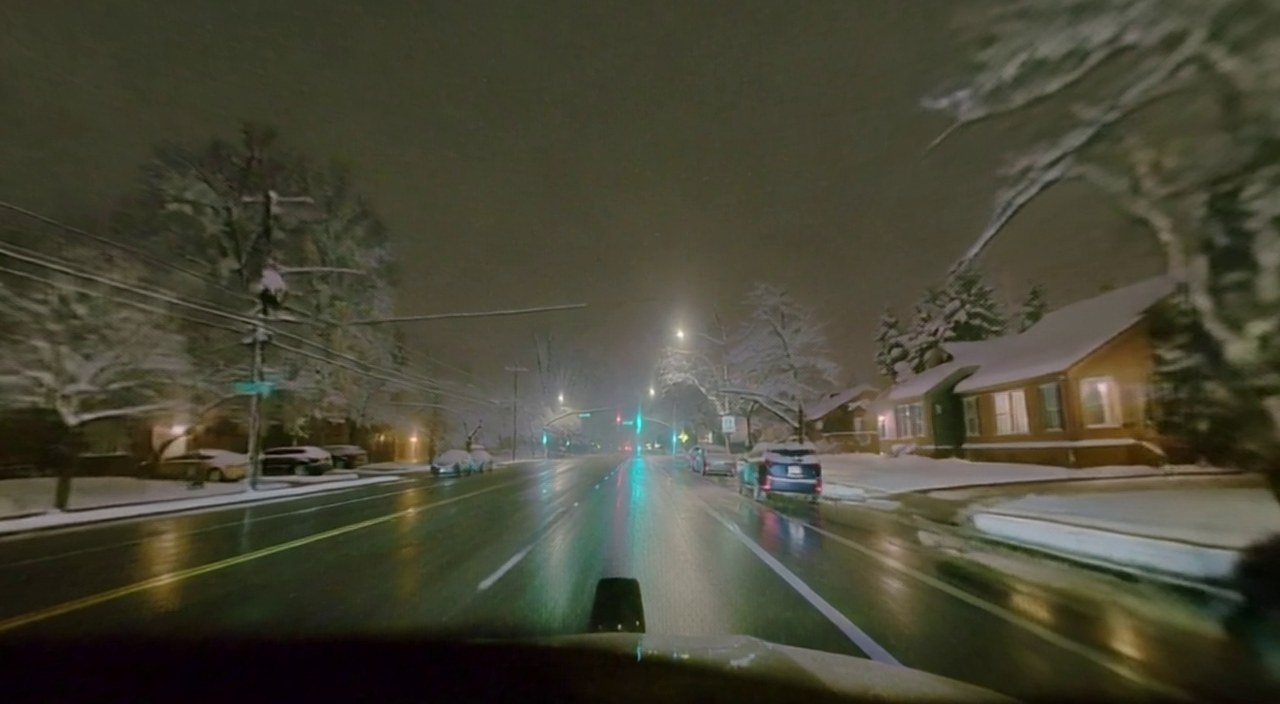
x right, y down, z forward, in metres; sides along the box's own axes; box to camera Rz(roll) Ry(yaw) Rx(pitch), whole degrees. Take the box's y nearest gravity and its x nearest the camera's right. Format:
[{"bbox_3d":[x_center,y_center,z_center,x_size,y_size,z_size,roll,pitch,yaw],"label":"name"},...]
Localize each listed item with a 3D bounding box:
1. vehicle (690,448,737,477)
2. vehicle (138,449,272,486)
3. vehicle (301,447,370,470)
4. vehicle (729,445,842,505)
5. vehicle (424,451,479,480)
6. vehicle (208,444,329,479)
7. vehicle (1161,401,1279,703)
[{"bbox_3d":[3.995,6.054,34.979,2.002,1.493,4.652,0,-9,0],"label":"vehicle"},{"bbox_3d":[-19.220,5.104,28.065,4.446,1.534,2.018,0,-9,2],"label":"vehicle"},{"bbox_3d":[-23.731,8.282,49.316,4.304,1.755,2.047,0,-9,-1],"label":"vehicle"},{"bbox_3d":[4.108,3.539,18.698,1.997,1.510,4.555,0,-9,-4],"label":"vehicle"},{"bbox_3d":[-10.935,6.573,36.884,1.895,1.551,4.229,0,-9,0],"label":"vehicle"},{"bbox_3d":[-20.088,5.915,34.313,5.216,1.780,2.045,0,-9,-1],"label":"vehicle"},{"bbox_3d":[4.036,0.788,1.262,1.999,1.615,4.513,0,-9,-2],"label":"vehicle"}]
